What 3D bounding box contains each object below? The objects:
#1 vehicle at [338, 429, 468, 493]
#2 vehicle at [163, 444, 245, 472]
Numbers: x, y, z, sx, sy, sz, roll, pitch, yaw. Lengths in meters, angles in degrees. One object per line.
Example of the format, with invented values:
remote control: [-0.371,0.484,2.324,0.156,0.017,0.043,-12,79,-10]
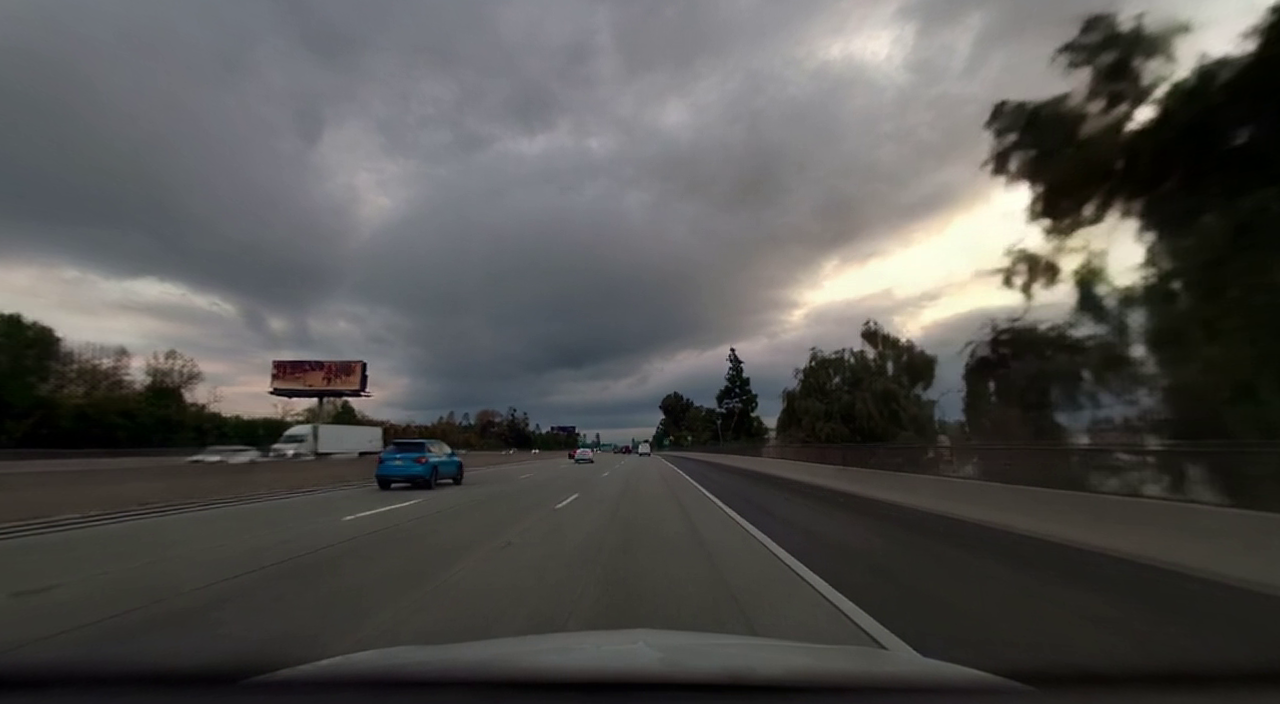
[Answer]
vehicle: [-7.089,3.319,19.518,2.055,1.683,4.804,0,-9,1]
vehicle: [-28.453,6.909,41.334,2.043,1.658,4.568,0,-9,1]
